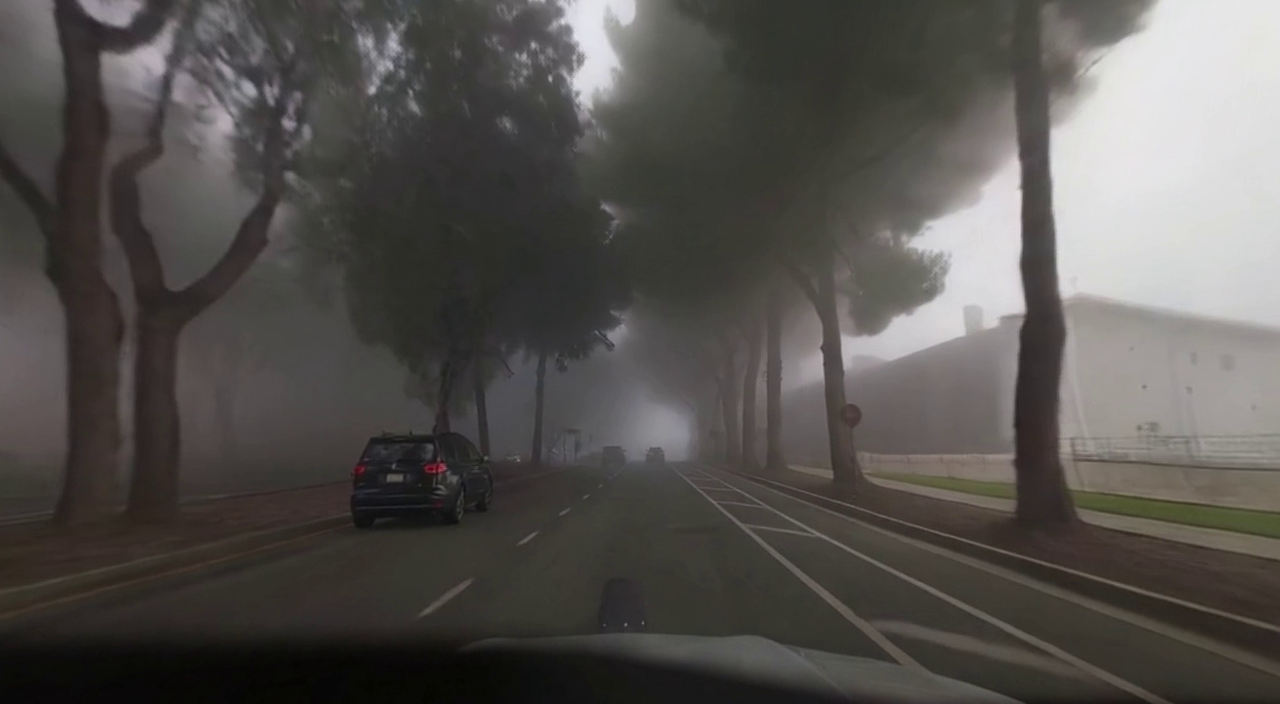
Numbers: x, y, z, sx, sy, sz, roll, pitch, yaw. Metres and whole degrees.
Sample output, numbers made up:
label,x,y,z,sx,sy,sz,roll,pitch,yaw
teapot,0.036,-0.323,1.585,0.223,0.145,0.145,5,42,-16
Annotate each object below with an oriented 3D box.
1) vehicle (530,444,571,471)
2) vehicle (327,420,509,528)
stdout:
label,x,y,z,sx,sy,sz,roll,pitch,yaw
vehicle,-5.929,7.049,42.198,1.985,1.708,4.310,0,-9,2
vehicle,-4.103,2.334,12.587,2.123,1.761,4.322,0,-9,-1
